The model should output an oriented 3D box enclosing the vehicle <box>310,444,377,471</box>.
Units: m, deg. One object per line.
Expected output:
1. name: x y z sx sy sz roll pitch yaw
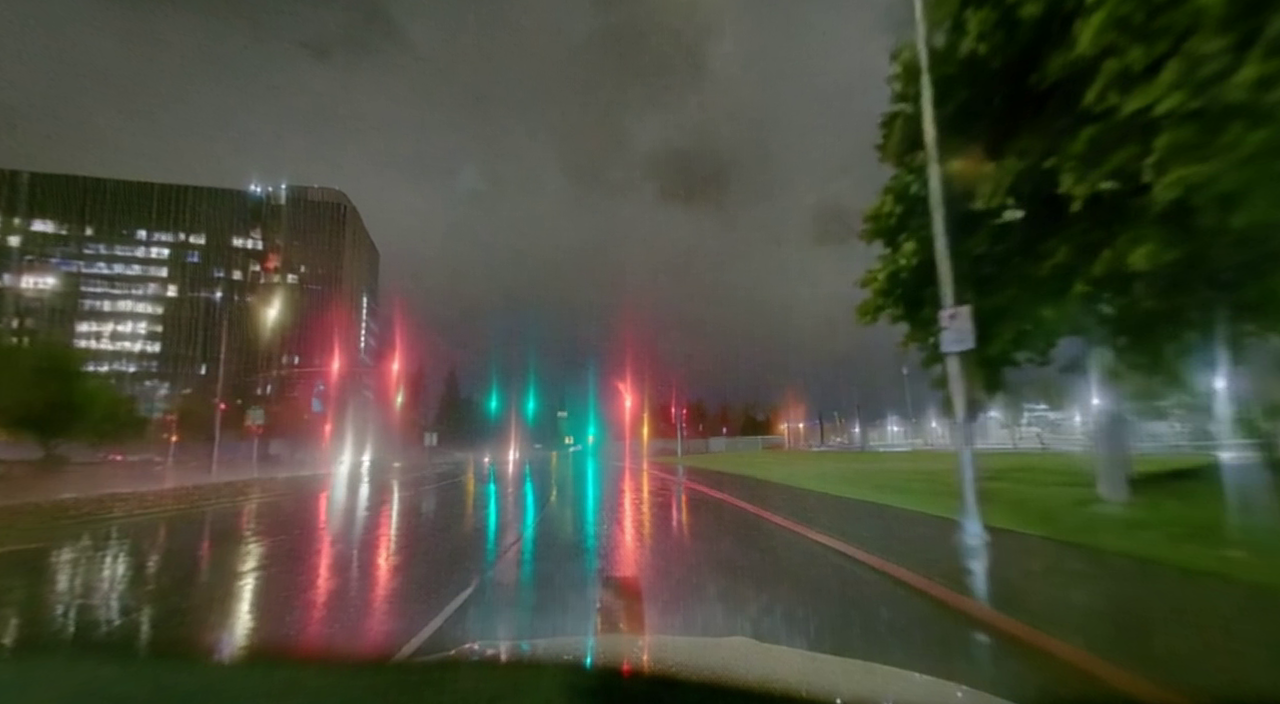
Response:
1. vehicle: -19.312 6.885 41.297 1.870 1.594 4.447 -1 -9 6
